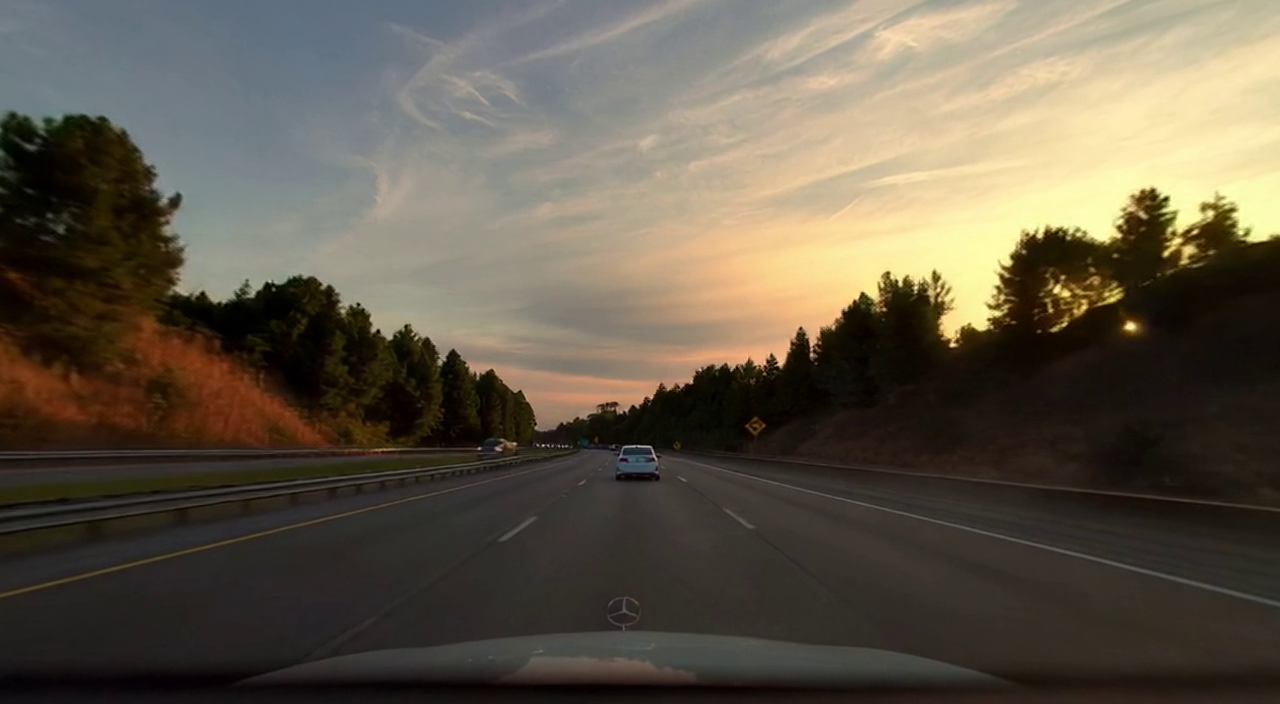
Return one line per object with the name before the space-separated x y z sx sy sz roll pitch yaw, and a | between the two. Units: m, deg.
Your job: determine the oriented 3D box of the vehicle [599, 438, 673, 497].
vehicle | -0.126 3.456 19.207 2.011 1.590 3.607 0 -9 -1
